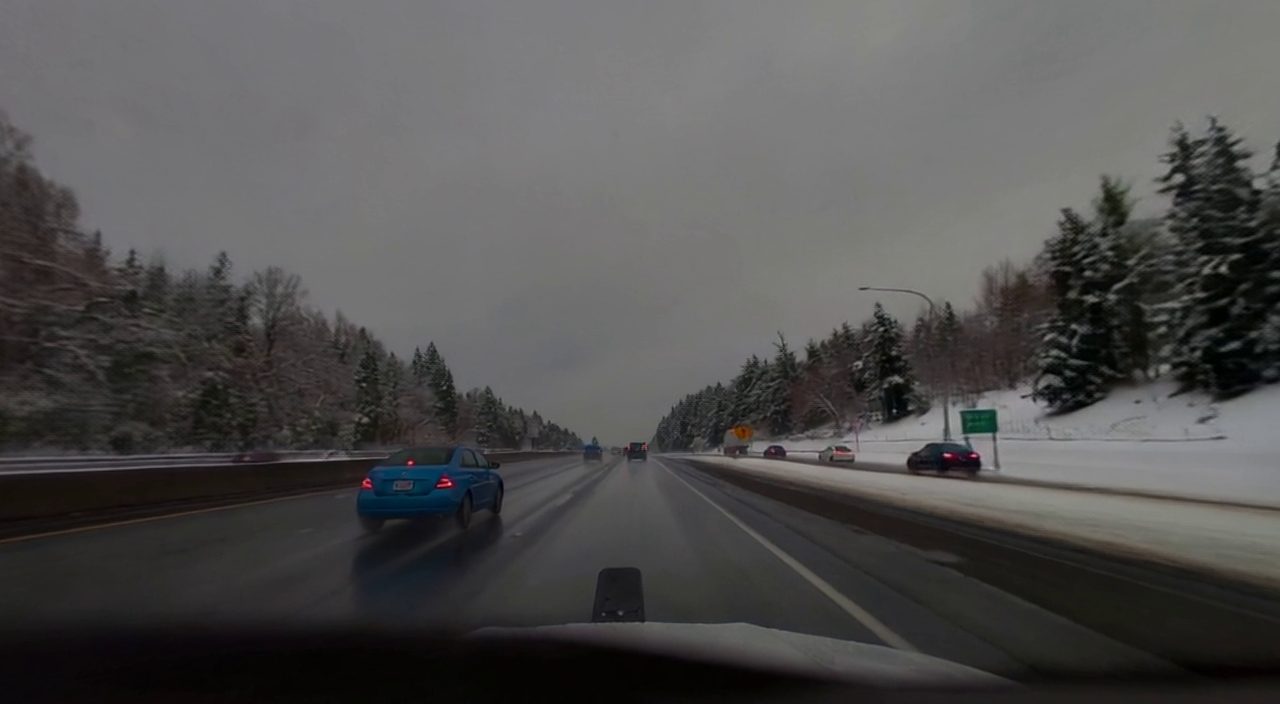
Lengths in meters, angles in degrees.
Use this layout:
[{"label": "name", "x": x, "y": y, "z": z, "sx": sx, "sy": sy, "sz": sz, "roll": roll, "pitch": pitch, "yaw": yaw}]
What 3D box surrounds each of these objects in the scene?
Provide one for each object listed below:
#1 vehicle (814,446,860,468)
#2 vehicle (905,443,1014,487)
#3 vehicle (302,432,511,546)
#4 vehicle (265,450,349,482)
[{"label": "vehicle", "x": 13.797, "y": 7.368, "z": 44.559, "sx": 1.873, "sy": 1.463, "sz": 4.937, "roll": 0, "pitch": -9, "yaw": 2}, {"label": "vehicle", "x": 12.266, "y": 4.362, "z": 24.697, "sx": 1.940, "sy": 1.496, "sz": 4.992, "roll": -1, "pitch": -9, "yaw": 4}, {"label": "vehicle", "x": -3.667, "y": 2.226, "z": 10.885, "sx": 2.020, "sy": 1.554, "sz": 4.137, "roll": 0, "pitch": -9, "yaw": 0}, {"label": "vehicle", "x": -21.119, "y": 7.211, "z": 40.390, "sx": 2.343, "sy": 1.886, "sz": 5.482, "roll": 0, "pitch": -9, "yaw": 0}]
